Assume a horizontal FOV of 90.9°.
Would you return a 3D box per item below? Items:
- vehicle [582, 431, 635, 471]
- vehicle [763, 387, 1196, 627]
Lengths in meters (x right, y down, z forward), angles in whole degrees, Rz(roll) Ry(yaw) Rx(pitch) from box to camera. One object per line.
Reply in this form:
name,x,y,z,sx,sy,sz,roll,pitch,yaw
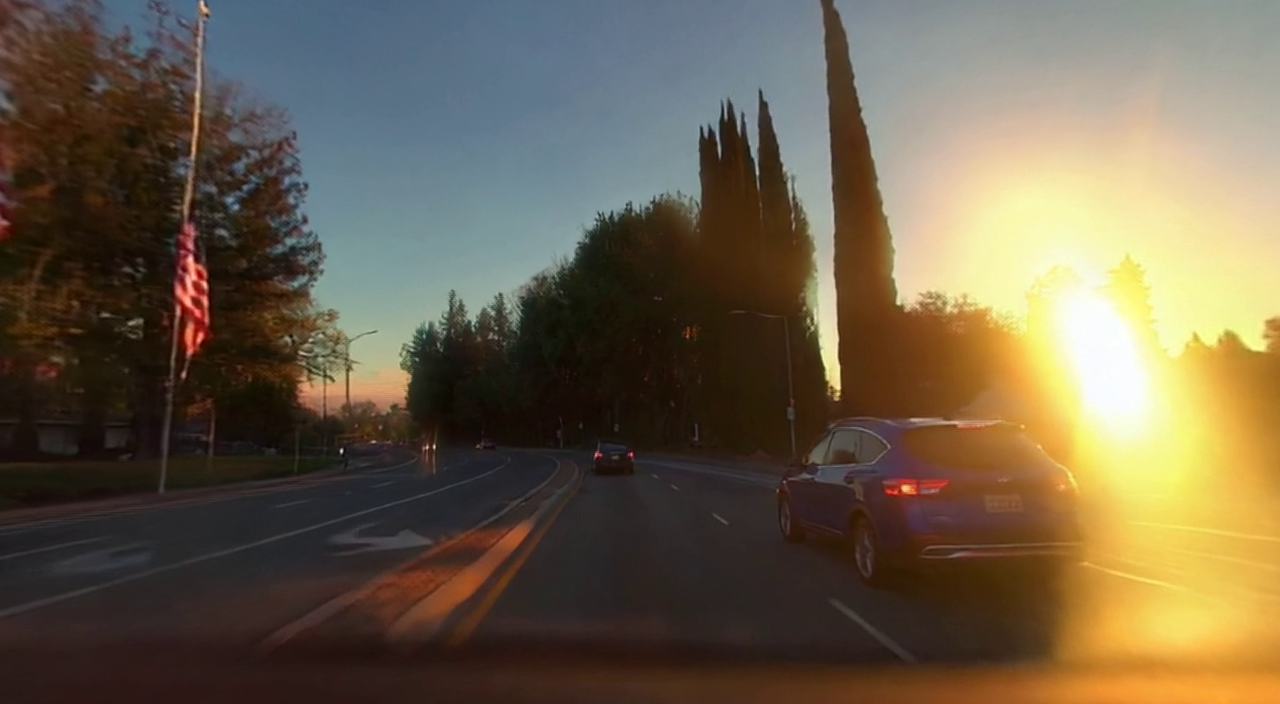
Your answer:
vehicle,-1.694,5.011,31.995,2.185,1.822,4.583,1,-9,-9
vehicle,2.870,1.442,6.837,2.024,1.686,4.588,0,-9,-2
